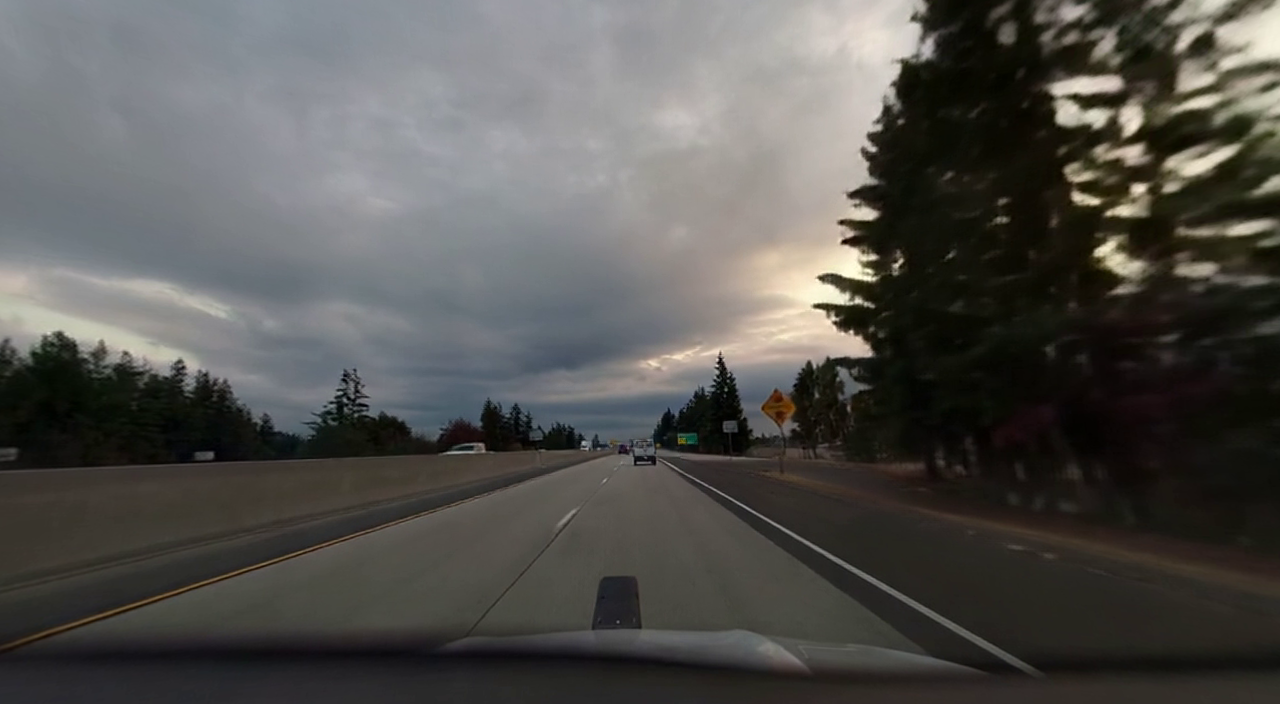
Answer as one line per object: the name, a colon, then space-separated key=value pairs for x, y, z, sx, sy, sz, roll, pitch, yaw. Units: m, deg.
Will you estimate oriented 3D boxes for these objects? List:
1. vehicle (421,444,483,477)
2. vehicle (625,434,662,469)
vehicle: x=-12.160 y=7.055 z=41.029 sx=2.243 sy=1.979 sz=5.607 roll=-1 pitch=-9 yaw=1
vehicle: x=0.251 y=6.421 z=40.496 sx=2.268 sy=2.122 sz=4.595 roll=-1 pitch=-9 yaw=1
